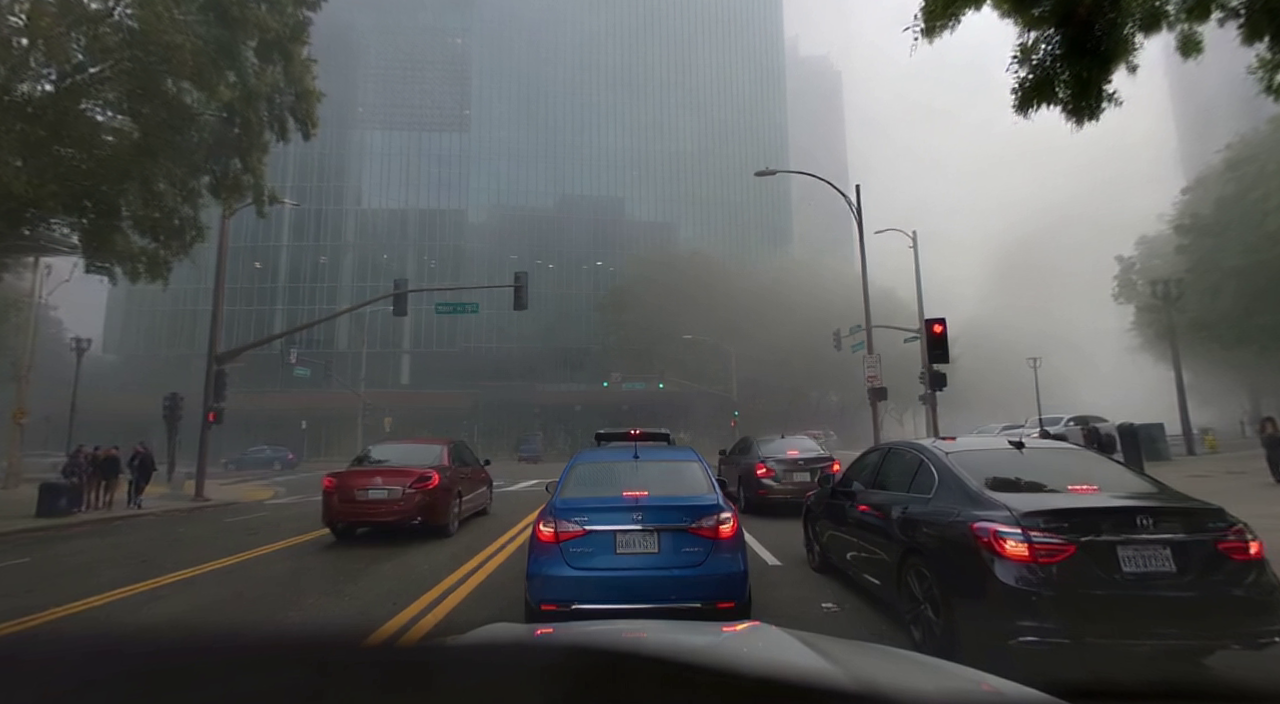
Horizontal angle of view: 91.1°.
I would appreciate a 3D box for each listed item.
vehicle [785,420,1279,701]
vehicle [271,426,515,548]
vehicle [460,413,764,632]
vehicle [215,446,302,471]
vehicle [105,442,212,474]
[{"bbox_3d":[2.753,1.409,5.458,1.952,1.464,4.165,0,-8,-1],"label":"vehicle"},{"bbox_3d":[-3.564,2.028,10.214,1.971,1.496,4.648,0,-8,2],"label":"vehicle"},{"bbox_3d":[-0.265,1.466,6.406,2.072,1.476,4.078,0,-8,-2],"label":"vehicle"},{"bbox_3d":[-23.318,6.502,38.466,4.140,1.486,1.799,0,-8,2],"label":"vehicle"},{"bbox_3d":[-33.861,7.457,44.292,5.598,2.130,2.121,0,-8,-2],"label":"vehicle"}]
